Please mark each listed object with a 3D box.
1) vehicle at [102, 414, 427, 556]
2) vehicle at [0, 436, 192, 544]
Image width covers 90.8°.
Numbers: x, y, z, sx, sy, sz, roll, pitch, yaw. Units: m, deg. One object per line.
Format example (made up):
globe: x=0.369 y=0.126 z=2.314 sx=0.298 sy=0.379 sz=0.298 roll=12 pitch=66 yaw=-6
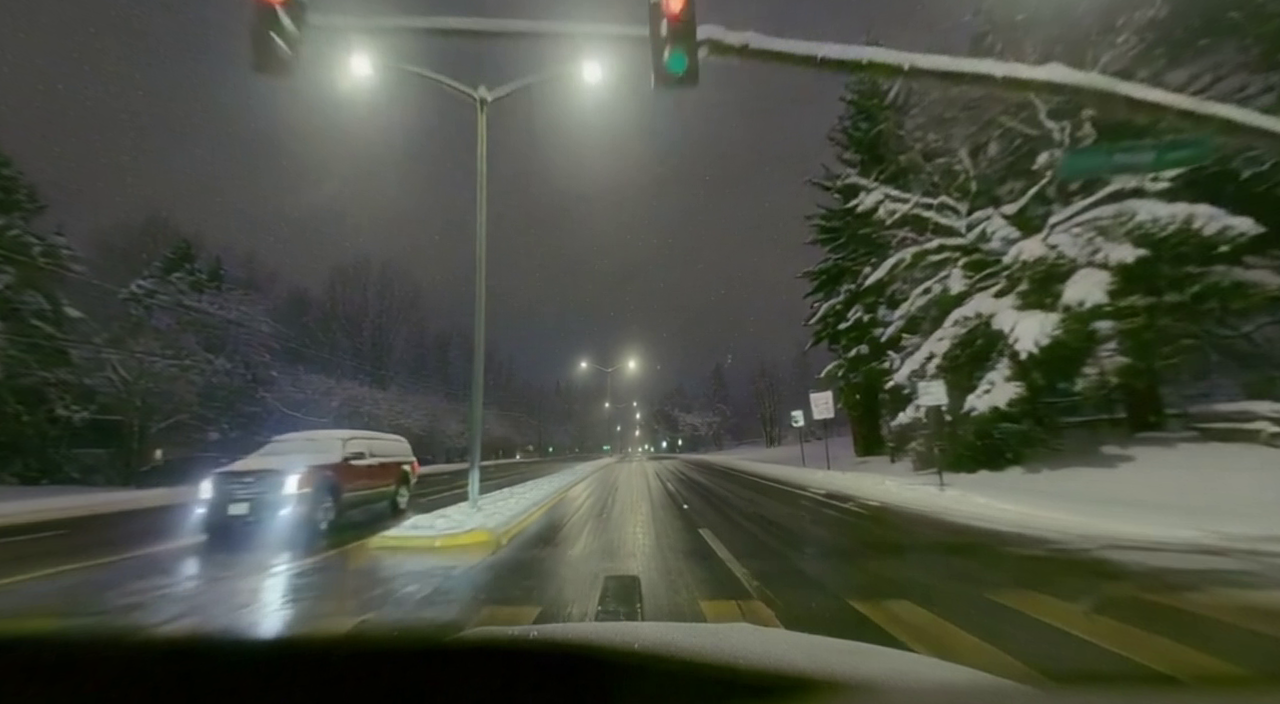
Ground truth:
vehicle: x=-5.986 y=2.206 z=11.464 sx=2.084 sy=1.823 sz=6.226 roll=-1 pitch=-8 yaw=0
vehicle: x=-12.041 y=2.696 z=13.080 sx=2.208 sy=1.821 sz=4.552 roll=0 pitch=-8 yaw=-1
